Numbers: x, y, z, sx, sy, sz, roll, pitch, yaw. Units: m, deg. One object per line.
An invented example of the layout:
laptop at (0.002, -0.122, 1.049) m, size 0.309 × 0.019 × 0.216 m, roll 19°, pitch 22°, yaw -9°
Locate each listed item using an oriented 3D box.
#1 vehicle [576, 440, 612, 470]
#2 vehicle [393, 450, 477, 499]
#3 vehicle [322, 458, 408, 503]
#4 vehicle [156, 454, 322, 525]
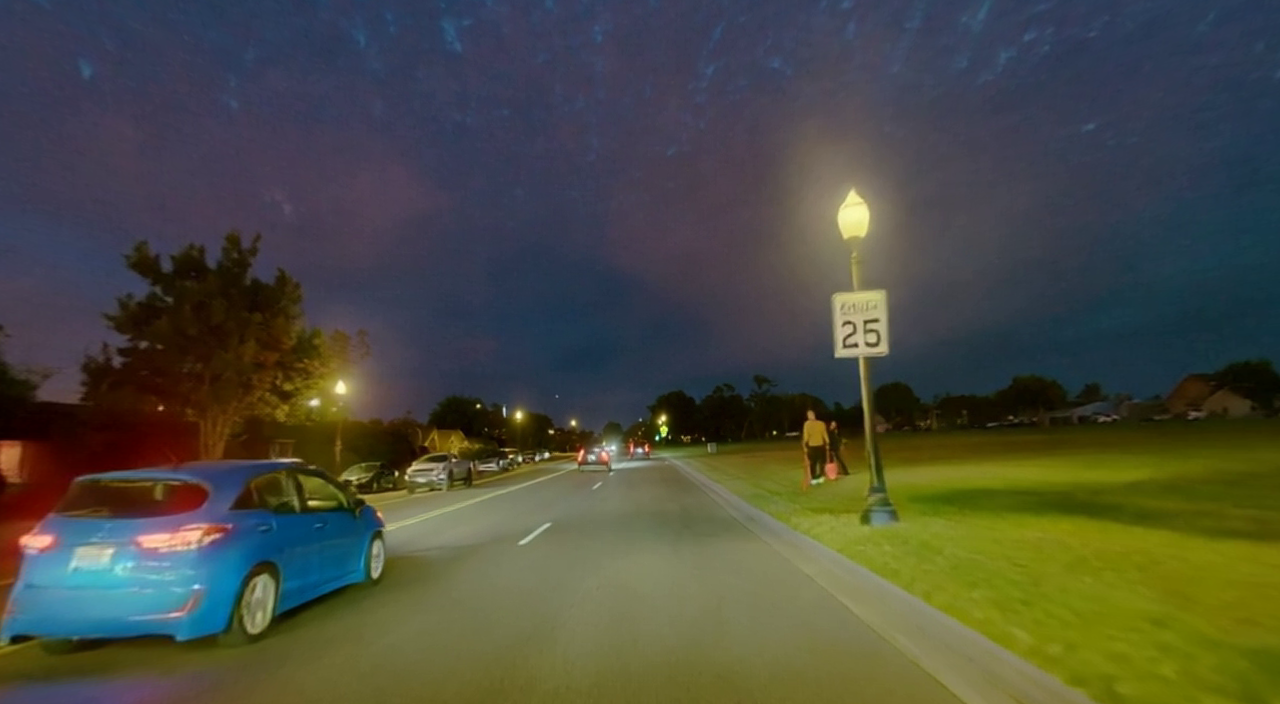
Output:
vehicle at (-2.921, 6.647, 40.588) m, size 1.908 × 1.809 × 4.230 m, roll -1°, pitch -8°, yaw 1°
vehicle at (-8.950, 5.360, 27.929) m, size 2.019 × 1.907 × 4.697 m, roll 0°, pitch -8°, yaw 1°
vehicle at (-12.172, 5.676, 28.111) m, size 1.910 × 1.462 × 4.581 m, roll -4°, pitch -7°, yaw -2°
vehicle at (-12.110, 4.116, 19.474) m, size 1.904 × 1.728 × 4.997 m, roll 1°, pitch -8°, yaw -1°
